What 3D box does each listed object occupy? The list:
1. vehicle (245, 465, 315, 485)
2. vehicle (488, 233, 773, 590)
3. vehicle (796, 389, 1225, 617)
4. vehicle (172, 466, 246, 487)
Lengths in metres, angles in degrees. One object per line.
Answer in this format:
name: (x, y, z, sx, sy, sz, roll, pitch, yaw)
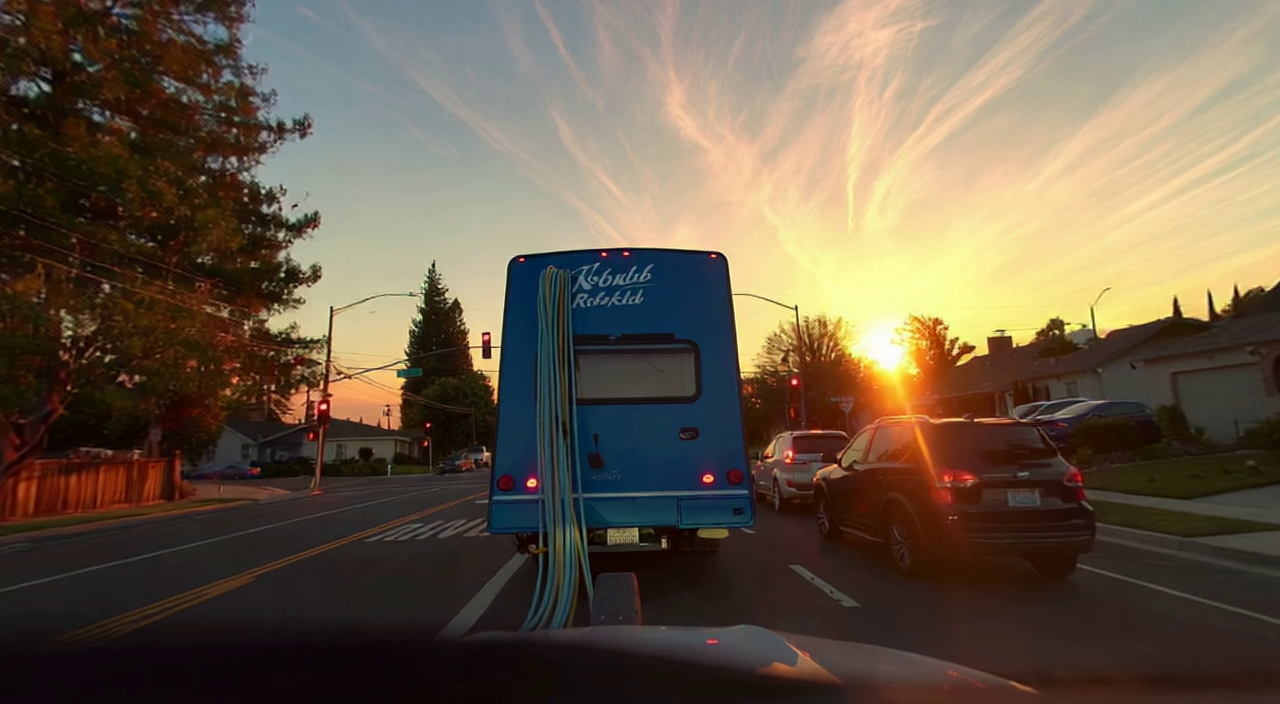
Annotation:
vehicle: (-27.417, 9.351, 48.138, 4.187, 1.445, 1.809, 0, -9, 0)
vehicle: (-0.099, 1.126, 10.327, 2.709, 3.511, 8.213, 0, -9, 0)
vehicle: (3.406, 1.492, 7.137, 2.104, 1.735, 4.408, 0, -9, 0)
vehicle: (-32.676, 9.403, 47.950, 4.311, 1.458, 1.707, 0, -9, -3)
